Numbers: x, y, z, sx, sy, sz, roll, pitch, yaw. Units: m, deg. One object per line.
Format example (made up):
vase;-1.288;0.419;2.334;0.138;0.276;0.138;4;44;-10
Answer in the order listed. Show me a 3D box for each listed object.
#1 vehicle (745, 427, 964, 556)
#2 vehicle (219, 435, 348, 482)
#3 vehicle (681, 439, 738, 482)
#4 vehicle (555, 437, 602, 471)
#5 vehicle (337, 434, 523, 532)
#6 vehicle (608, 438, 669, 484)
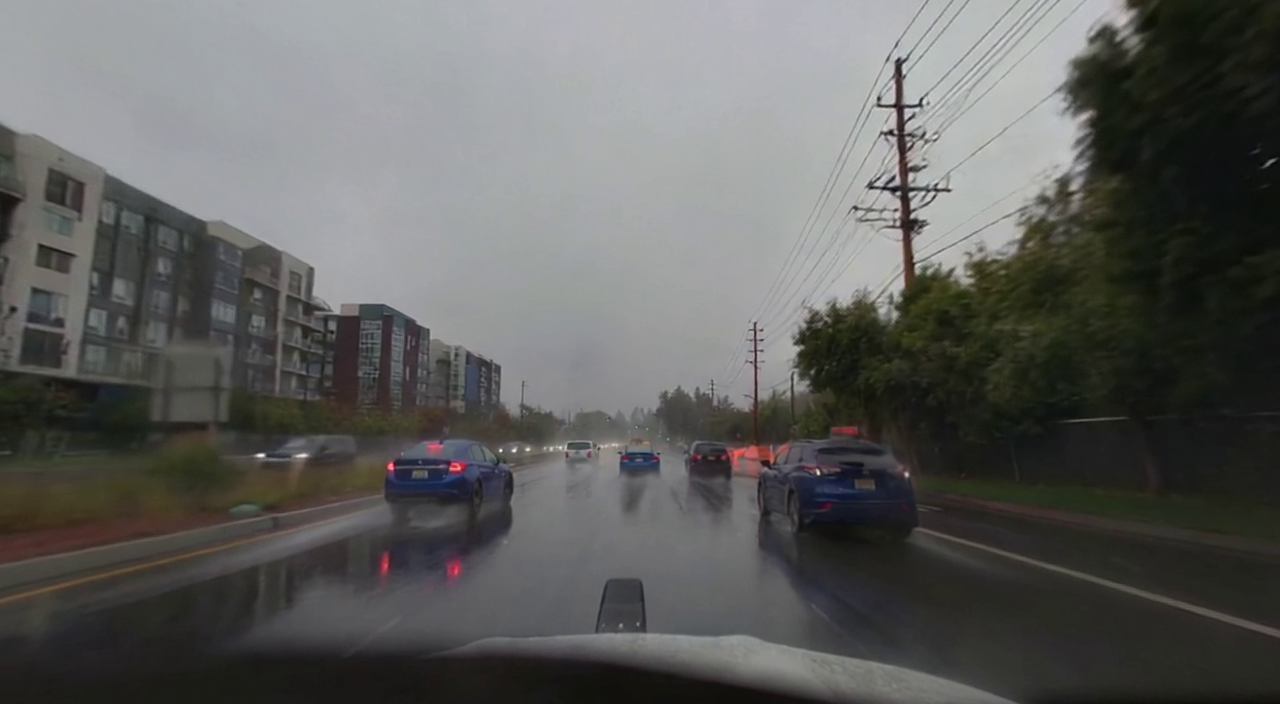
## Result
vehicle;3.032;2.047;9.984;1.975;1.598;4.025;0;-8;-1
vehicle;-12.398;3.725;22.369;1.902;1.497;4.417;0;-8;1
vehicle;3.080;4.877;28.745;2.029;1.797;4.218;0;-8;-1
vehicle;-3.523;5.934;37.031;2.190;1.832;4.417;0;-8;1
vehicle;-3.592;2.317;11.774;1.968;1.473;4.209;0;-8;1
vehicle;-0.045;4.417;25.972;2.291;1.714;4.217;0;-8;0
